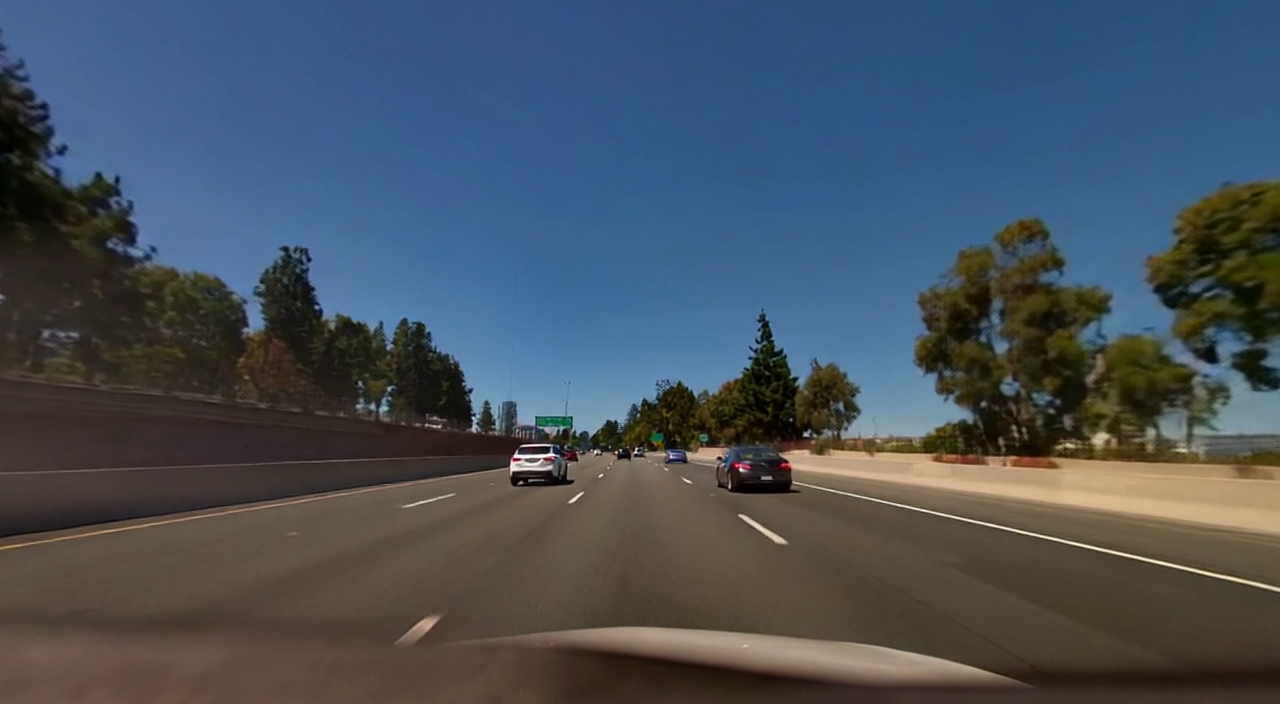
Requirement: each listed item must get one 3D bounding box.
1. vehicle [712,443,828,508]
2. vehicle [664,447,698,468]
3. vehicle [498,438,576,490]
[{"bbox_3d":[3.202,3.130,16.542,1.947,1.437,4.345,0,-9,-3],"label":"vehicle"},{"bbox_3d":[2.935,7.668,46.004,2.021,1.447,3.985,0,-9,-3],"label":"vehicle"},{"bbox_3d":[-3.716,4.147,23.710,2.244,1.755,4.417,0,-9,-1],"label":"vehicle"}]
